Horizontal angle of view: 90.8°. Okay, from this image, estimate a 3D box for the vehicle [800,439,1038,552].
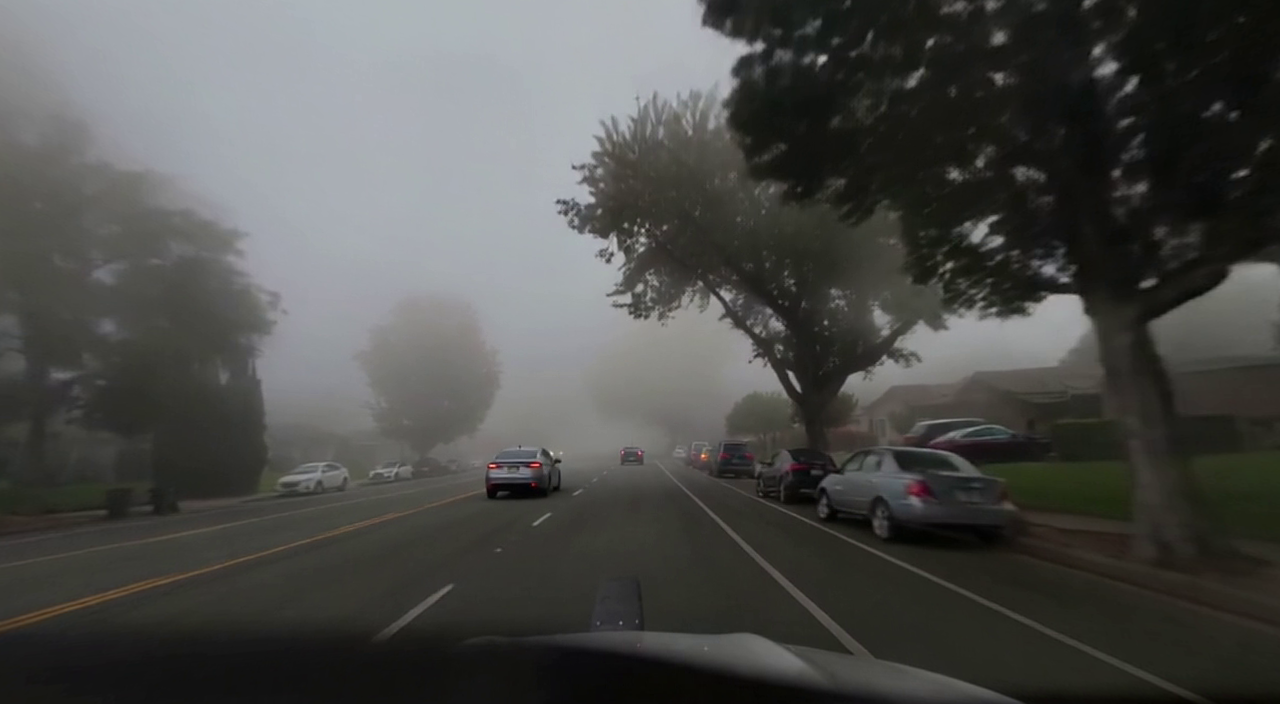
[{"bbox_3d":[4.306,2.259,10.743,1.944,1.470,4.530,0,-9,0],"label":"vehicle"}]

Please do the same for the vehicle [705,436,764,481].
[{"bbox_3d":[4.075,4.687,28.022,1.943,1.788,4.462,0,-9,1],"label":"vehicle"}]

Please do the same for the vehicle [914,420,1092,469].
[{"bbox_3d":[11.621,3.006,20.492,4.537,1.465,1.923,-1,-9,3],"label":"vehicle"}]

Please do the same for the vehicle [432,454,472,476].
[{"bbox_3d":[-14.633,8.804,49.407,1.811,1.433,4.564,-6,-10,-2],"label":"vehicle"}]

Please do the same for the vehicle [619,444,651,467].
[{"bbox_3d":[-0.347,7.082,43.467,2.088,1.495,4.048,0,-8,0],"label":"vehicle"}]

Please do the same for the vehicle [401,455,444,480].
[{"bbox_3d":[-14.489,7.705,42.294,1.681,1.419,3.859,-5,-10,-4],"label":"vehicle"}]

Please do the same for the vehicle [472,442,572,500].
[{"bbox_3d":[-3.291,3.412,18.605,2.027,1.477,4.413,0,-9,1],"label":"vehicle"}]

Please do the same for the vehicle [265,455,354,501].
[{"bbox_3d":[-14.734,5.583,28.395,1.945,1.613,3.983,-6,-8,-1],"label":"vehicle"}]

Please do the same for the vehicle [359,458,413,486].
[{"bbox_3d":[-14.810,7.019,37.091,1.626,1.439,3.682,0,-9,0],"label":"vehicle"}]
